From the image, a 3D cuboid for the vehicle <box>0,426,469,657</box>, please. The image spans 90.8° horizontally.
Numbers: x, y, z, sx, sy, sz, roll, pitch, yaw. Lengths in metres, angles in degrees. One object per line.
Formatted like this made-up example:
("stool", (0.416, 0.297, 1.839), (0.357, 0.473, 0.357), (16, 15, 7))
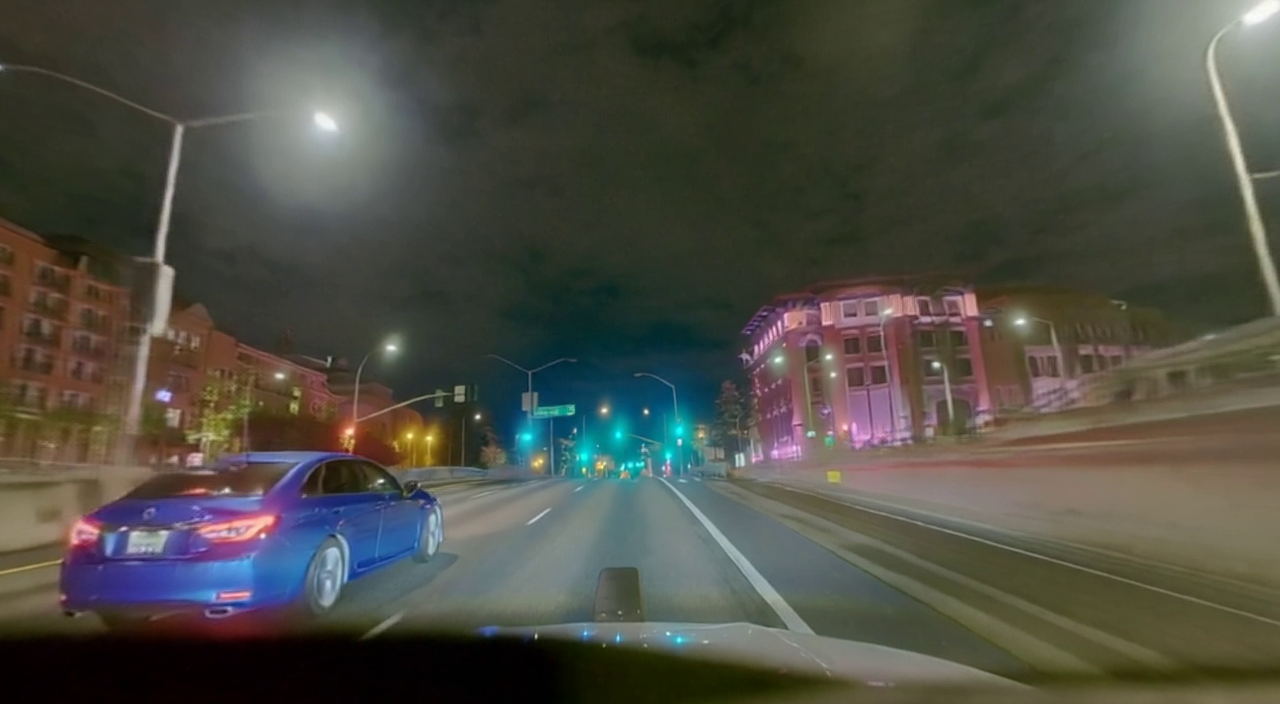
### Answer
("vehicle", (-3.335, 1.566, 6.305), (2.041, 1.470, 4.290), (0, -9, 0))
